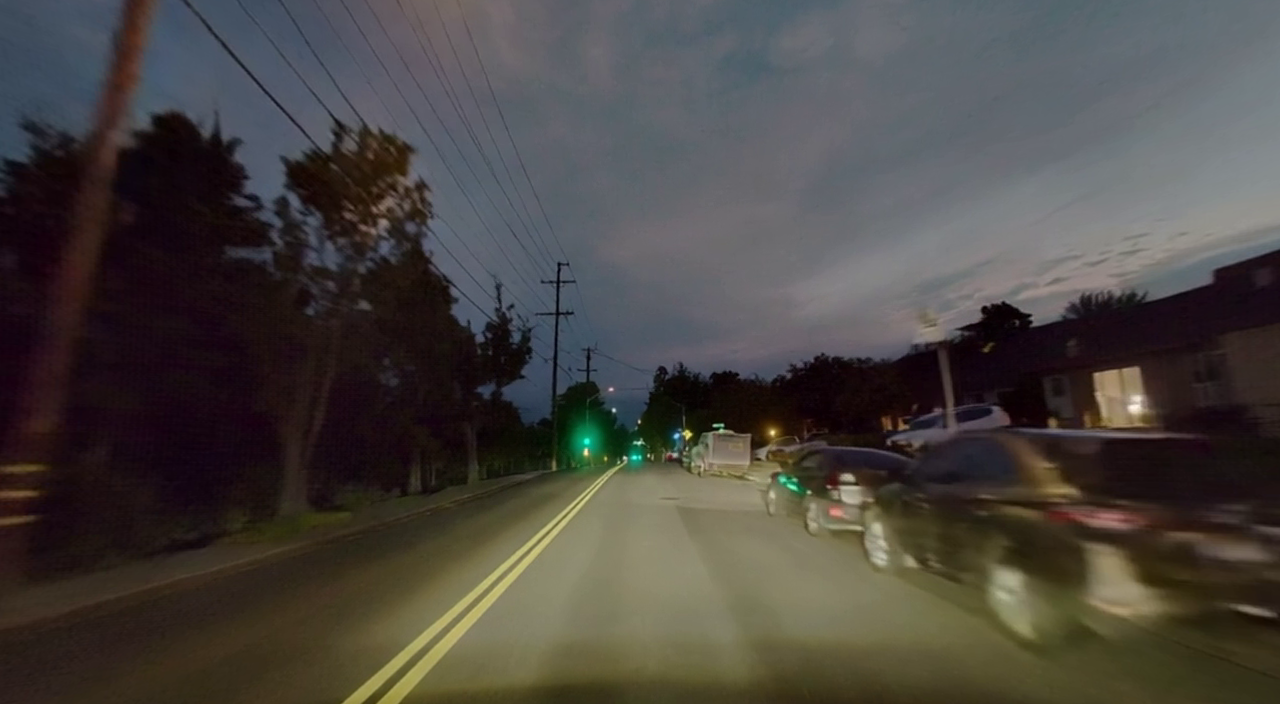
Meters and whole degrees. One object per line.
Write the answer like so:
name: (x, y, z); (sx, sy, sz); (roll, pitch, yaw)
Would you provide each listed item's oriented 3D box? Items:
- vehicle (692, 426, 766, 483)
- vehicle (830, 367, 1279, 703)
vehicle: (3.249, 3.877, 24.148); (2.020, 1.900, 5.202); (0, -8, -1)
vehicle: (3.311, 1.246, 5.284); (1.848, 1.624, 5.200); (0, -8, 0)
